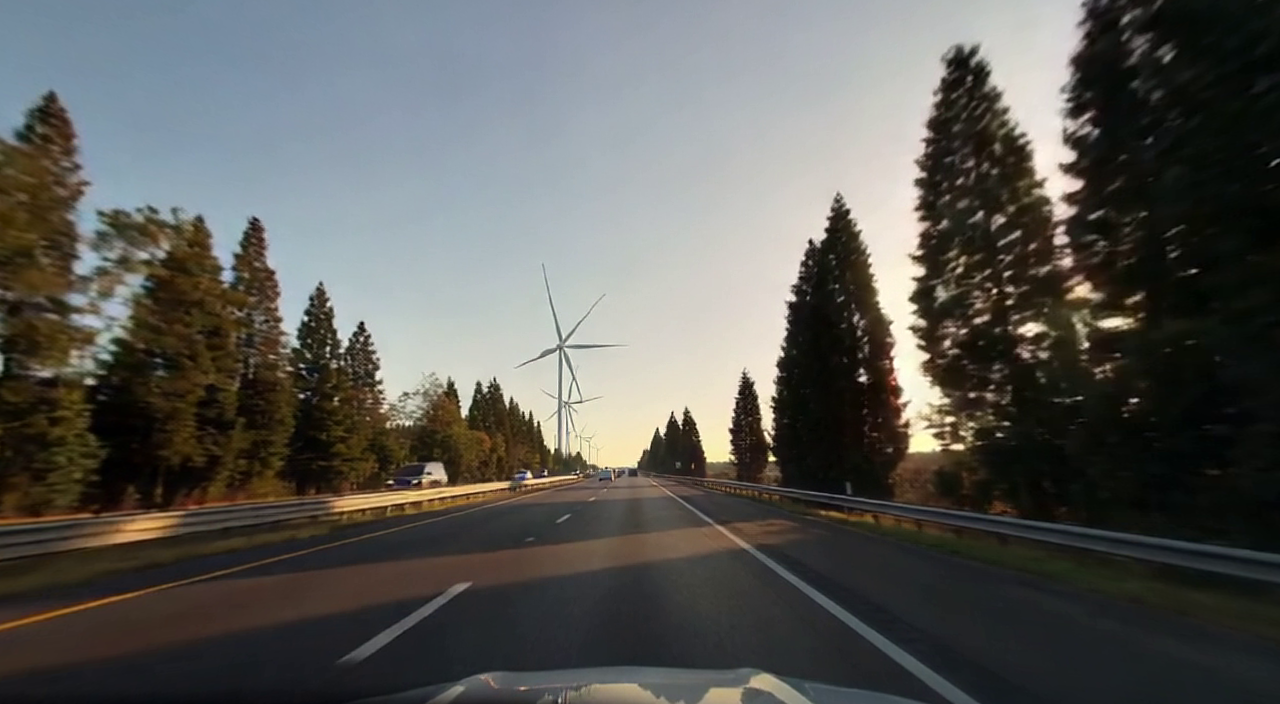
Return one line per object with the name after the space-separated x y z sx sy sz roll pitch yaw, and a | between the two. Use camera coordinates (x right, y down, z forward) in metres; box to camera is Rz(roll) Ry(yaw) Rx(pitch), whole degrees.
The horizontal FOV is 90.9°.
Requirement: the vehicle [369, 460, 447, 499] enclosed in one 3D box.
-13.387 7.401 36.821 2.348 2.065 5.795 1 -11 0 | vehicle
